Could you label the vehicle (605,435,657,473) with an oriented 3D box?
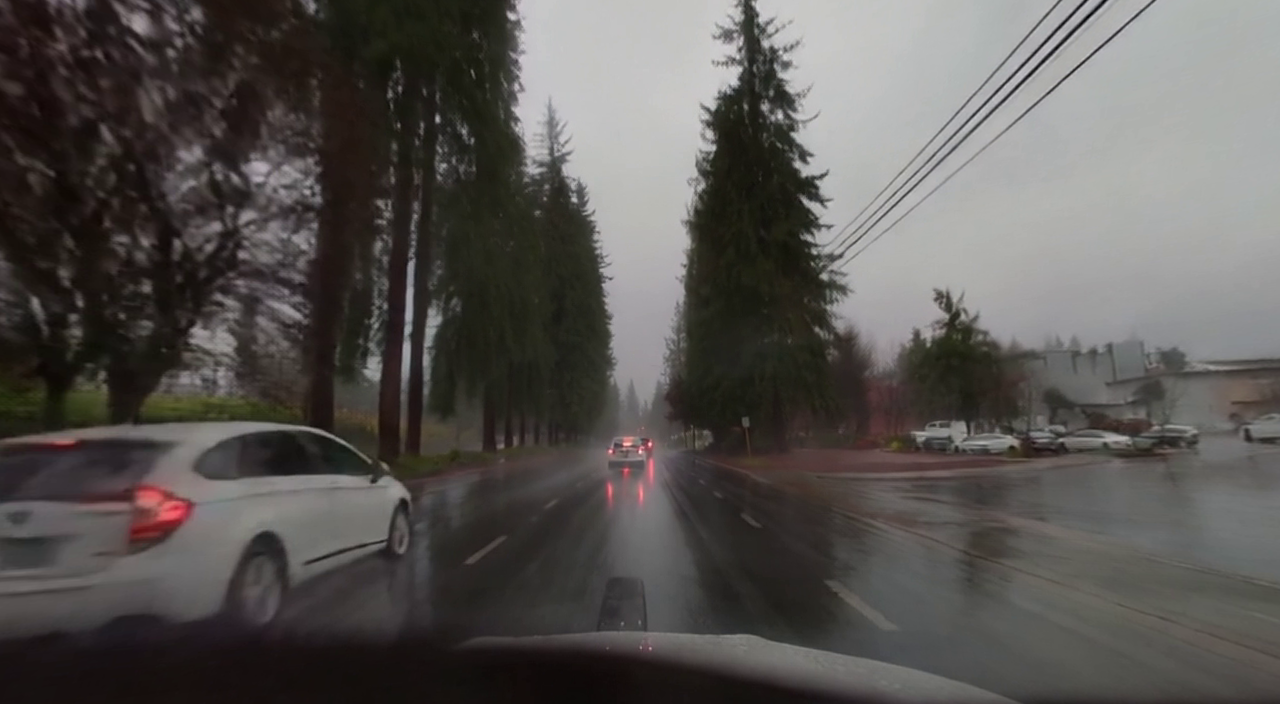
[{"bbox_3d":[-0.357,4.245,26.357,1.991,1.463,3.988,0,-9,0],"label":"vehicle"}]
